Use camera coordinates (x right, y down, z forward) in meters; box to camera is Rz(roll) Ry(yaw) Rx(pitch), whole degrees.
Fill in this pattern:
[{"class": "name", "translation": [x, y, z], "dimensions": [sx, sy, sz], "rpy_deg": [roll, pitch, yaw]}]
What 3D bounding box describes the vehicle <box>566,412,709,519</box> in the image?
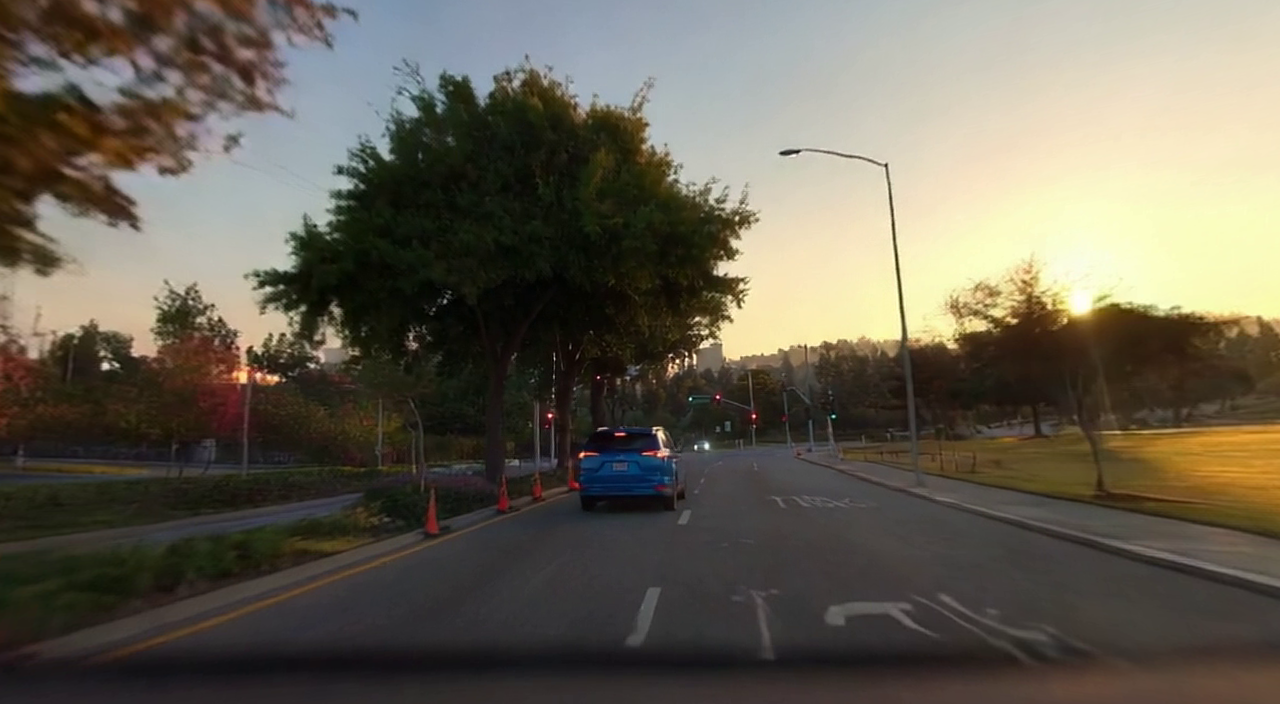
[{"class": "vehicle", "translation": [0.183, 2.283, 13.148], "dimensions": [2.339, 1.790, 4.629], "rpy_deg": [-1, -9, 7]}]
